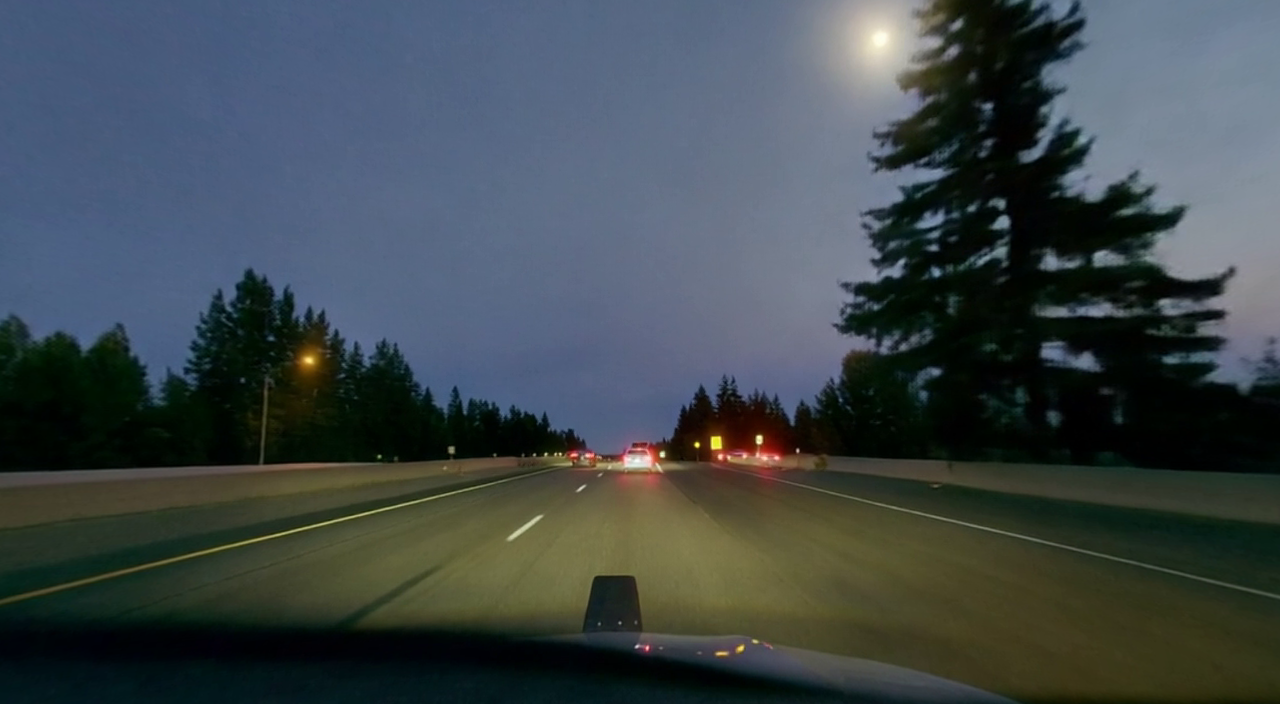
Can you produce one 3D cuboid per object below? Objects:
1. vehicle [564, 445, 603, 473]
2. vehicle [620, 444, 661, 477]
[{"bbox_3d":[-3.804,7.293,43.132,2.130,1.741,4.665,0,-9,1],"label":"vehicle"},{"bbox_3d":[0.034,5.968,34.771,2.130,1.684,3.826,0,-9,0],"label":"vehicle"}]
